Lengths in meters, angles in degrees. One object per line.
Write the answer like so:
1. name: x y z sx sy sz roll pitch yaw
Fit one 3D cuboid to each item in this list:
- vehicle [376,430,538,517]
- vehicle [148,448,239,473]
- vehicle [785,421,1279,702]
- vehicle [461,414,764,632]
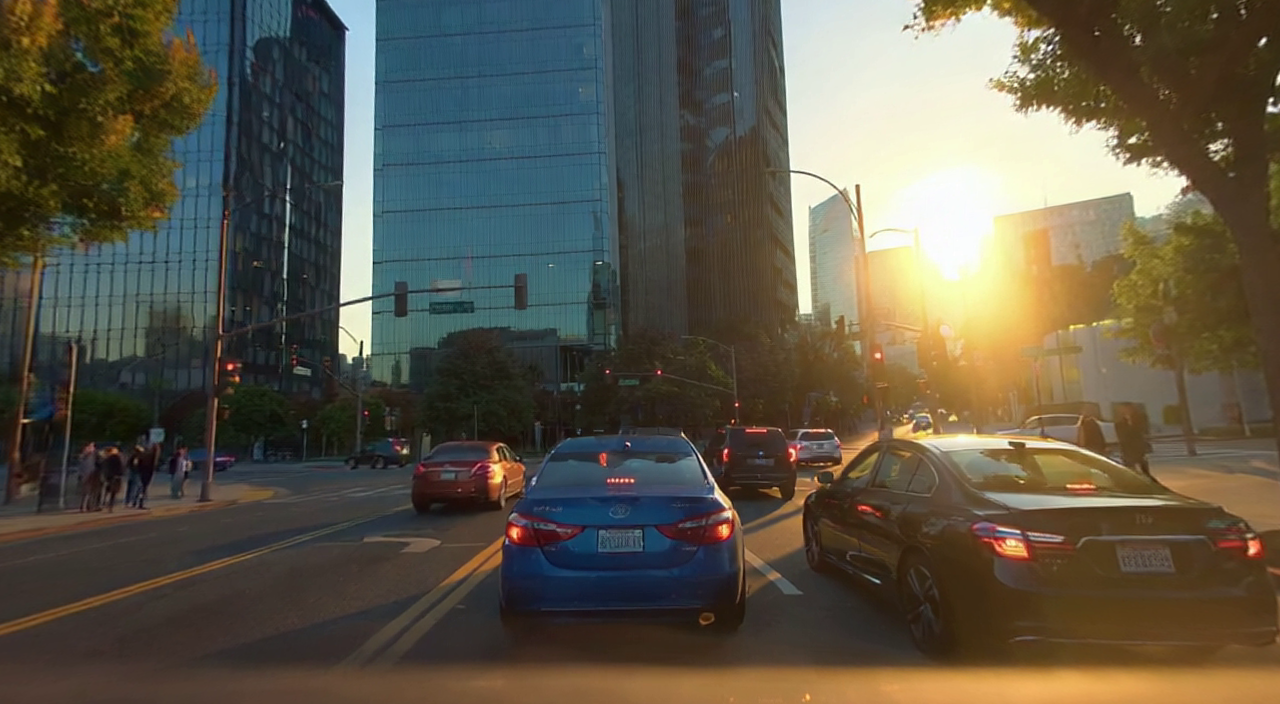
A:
1. vehicle: -3.570 2.470 13.315 1.971 1.496 4.648 0 -8 1
2. vehicle: -27.295 6.609 38.422 4.140 1.486 1.799 0 -8 0
3. vehicle: 2.757 1.412 5.455 1.952 1.464 4.165 0 -8 -1
4. vehicle: -0.265 1.472 6.414 2.072 1.476 4.078 0 -8 -2
